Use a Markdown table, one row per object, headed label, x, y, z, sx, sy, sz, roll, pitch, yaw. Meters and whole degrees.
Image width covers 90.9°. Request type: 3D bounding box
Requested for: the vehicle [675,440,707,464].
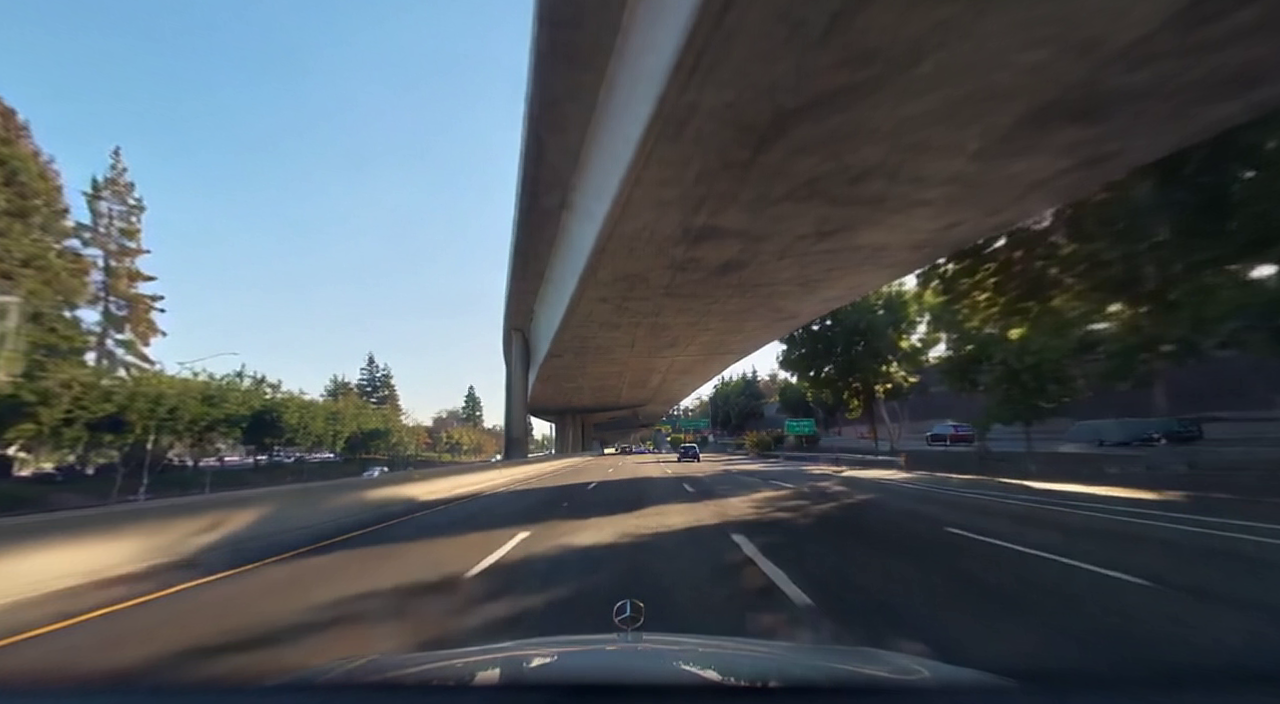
| label | x | y | z | sx | sy | sz | roll | pitch | yaw |
| --- | --- | --- | --- | --- | --- | --- | --- | --- | --- |
| vehicle | 3.867 | 7.658 | 48.548 | 2.099 | 1.748 | 4.331 | 0 | -8 | -1 |
